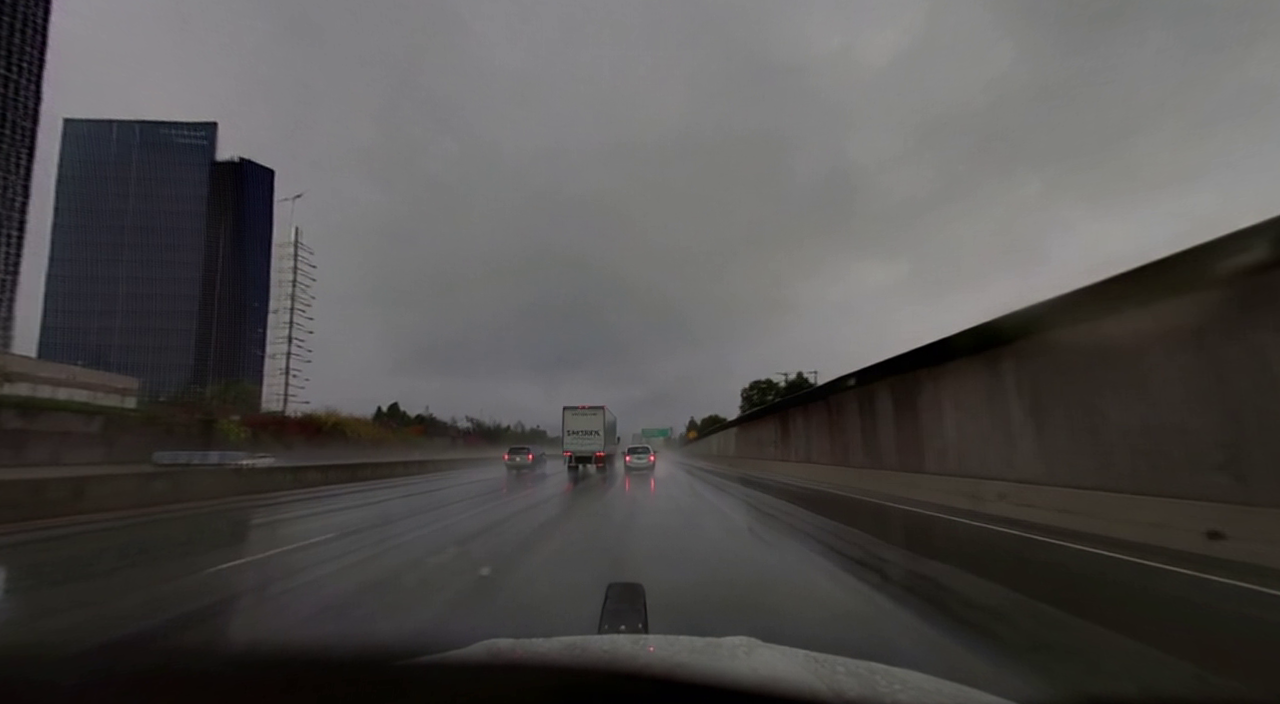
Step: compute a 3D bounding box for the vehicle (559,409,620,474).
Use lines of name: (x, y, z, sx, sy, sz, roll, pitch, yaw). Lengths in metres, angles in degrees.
vehicle: (-2.883, 5.485, 38.348, 2.794, 3.460, 8.595, 0, -9, 1)

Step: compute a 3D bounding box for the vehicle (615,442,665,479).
vehicle: (-0.031, 4.963, 29.015, 2.168, 1.597, 3.615, 0, -9, -1)

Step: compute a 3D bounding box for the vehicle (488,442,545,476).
vehicle: (-6.570, 5.752, 34.084, 2.124, 1.674, 4.541, 0, -9, 0)
